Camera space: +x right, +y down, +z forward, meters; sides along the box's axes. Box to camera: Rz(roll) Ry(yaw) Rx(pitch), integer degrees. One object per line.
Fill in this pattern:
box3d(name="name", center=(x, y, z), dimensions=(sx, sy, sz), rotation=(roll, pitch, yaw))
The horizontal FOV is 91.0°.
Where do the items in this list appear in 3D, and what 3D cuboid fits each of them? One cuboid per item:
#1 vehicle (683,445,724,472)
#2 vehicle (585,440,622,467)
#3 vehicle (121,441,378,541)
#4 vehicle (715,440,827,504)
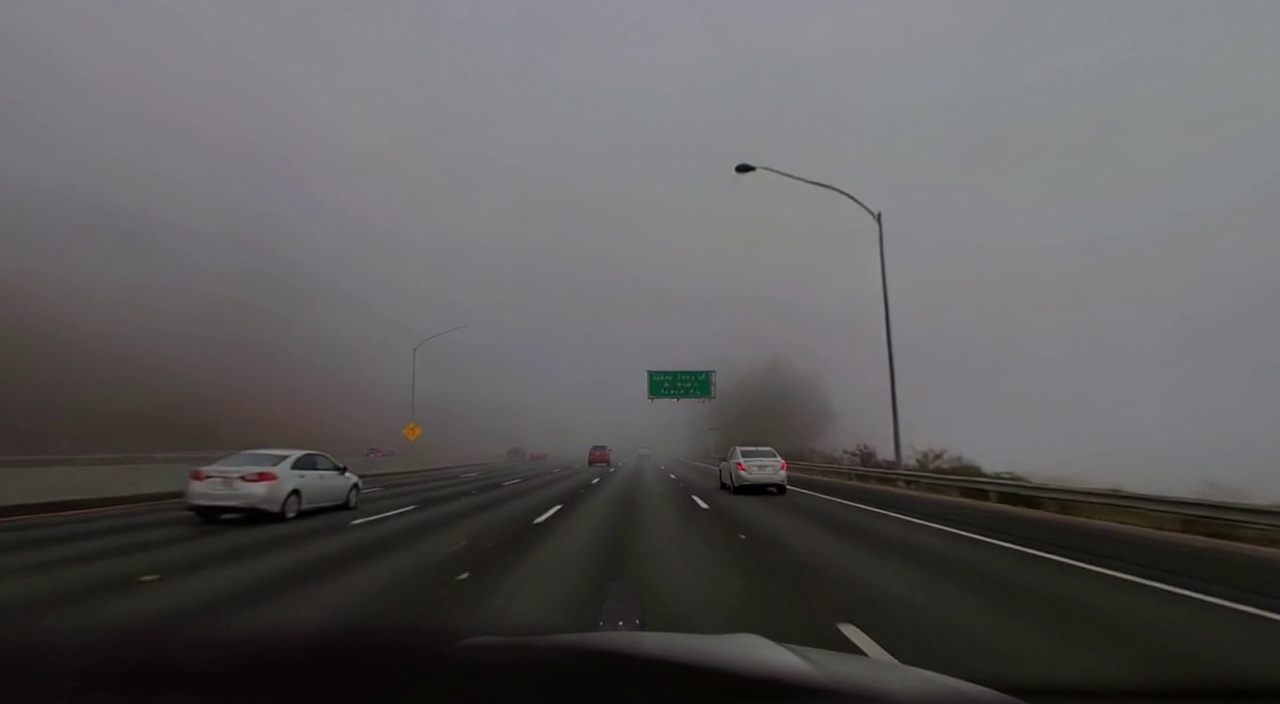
box3d(name="vehicle", center=(3.729, 6.327, 37.558), dimensions=(1.929, 1.485, 4.482), rotation=(0, -9, 0))
box3d(name="vehicle", center=(-2.746, 7.846, 48.740), dimensions=(2.449, 1.929, 5.503), rotation=(0, -9, 0))
box3d(name="vehicle", center=(-7.080, 2.516, 12.197), dimensions=(1.977, 1.529, 4.616), rotation=(0, -9, 0))
box3d(name="vehicle", center=(3.445, 3.251, 17.546), dimensions=(2.126, 1.529, 4.438), rotation=(0, -9, 0))
